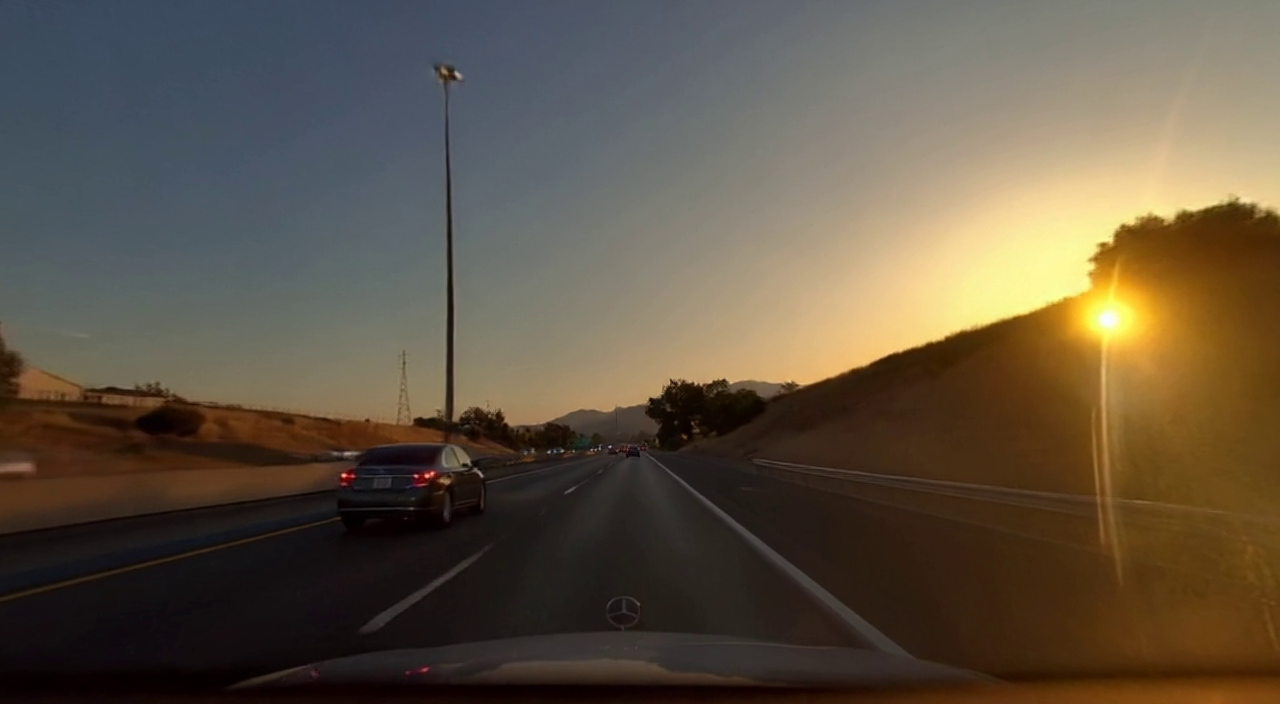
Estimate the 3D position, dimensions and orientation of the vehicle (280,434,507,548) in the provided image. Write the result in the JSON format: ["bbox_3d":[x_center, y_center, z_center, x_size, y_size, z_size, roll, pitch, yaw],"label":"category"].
[{"bbox_3d":[-3.919,2.292,11.099,2.118,1.562,4.541,0,-9,1],"label":"vehicle"}]
